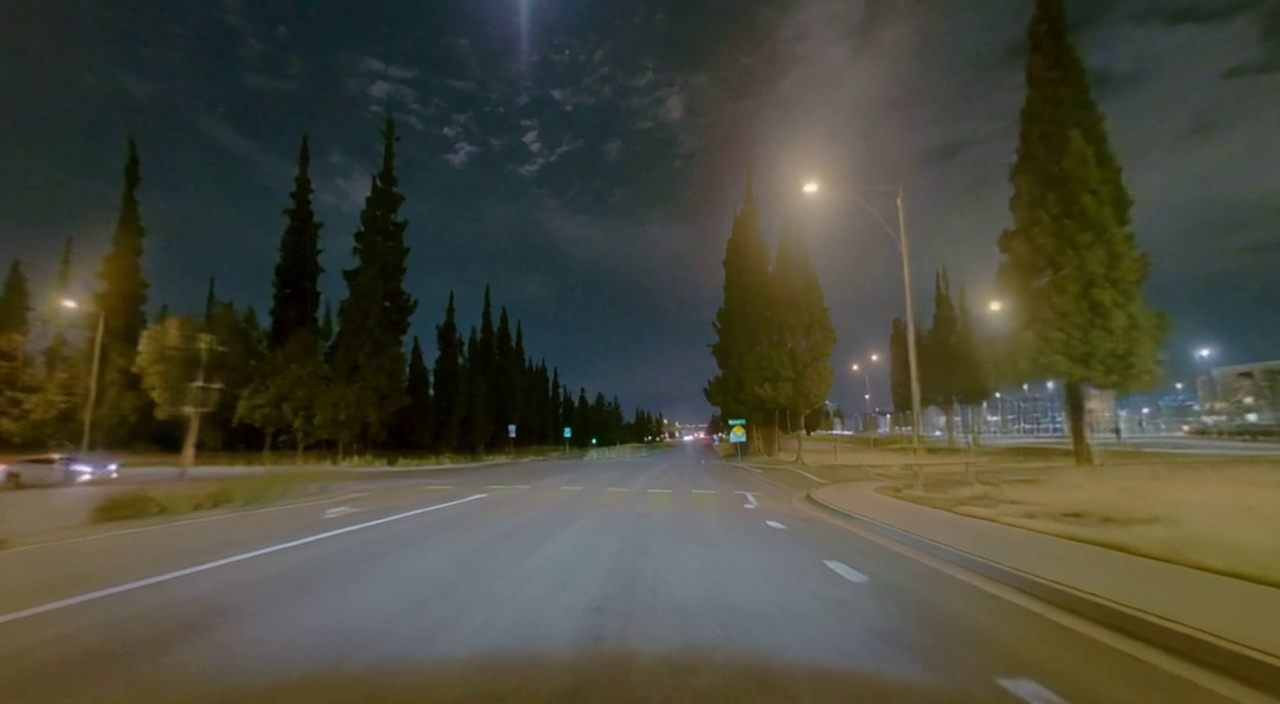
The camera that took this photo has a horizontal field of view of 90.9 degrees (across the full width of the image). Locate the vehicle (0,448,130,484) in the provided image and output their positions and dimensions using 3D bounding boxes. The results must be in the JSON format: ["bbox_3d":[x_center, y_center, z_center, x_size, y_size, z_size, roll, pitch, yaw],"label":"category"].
[{"bbox_3d":[-25.629,4.964,27.668,4.935,1.476,2.141,-1,-8,8],"label":"vehicle"}]
